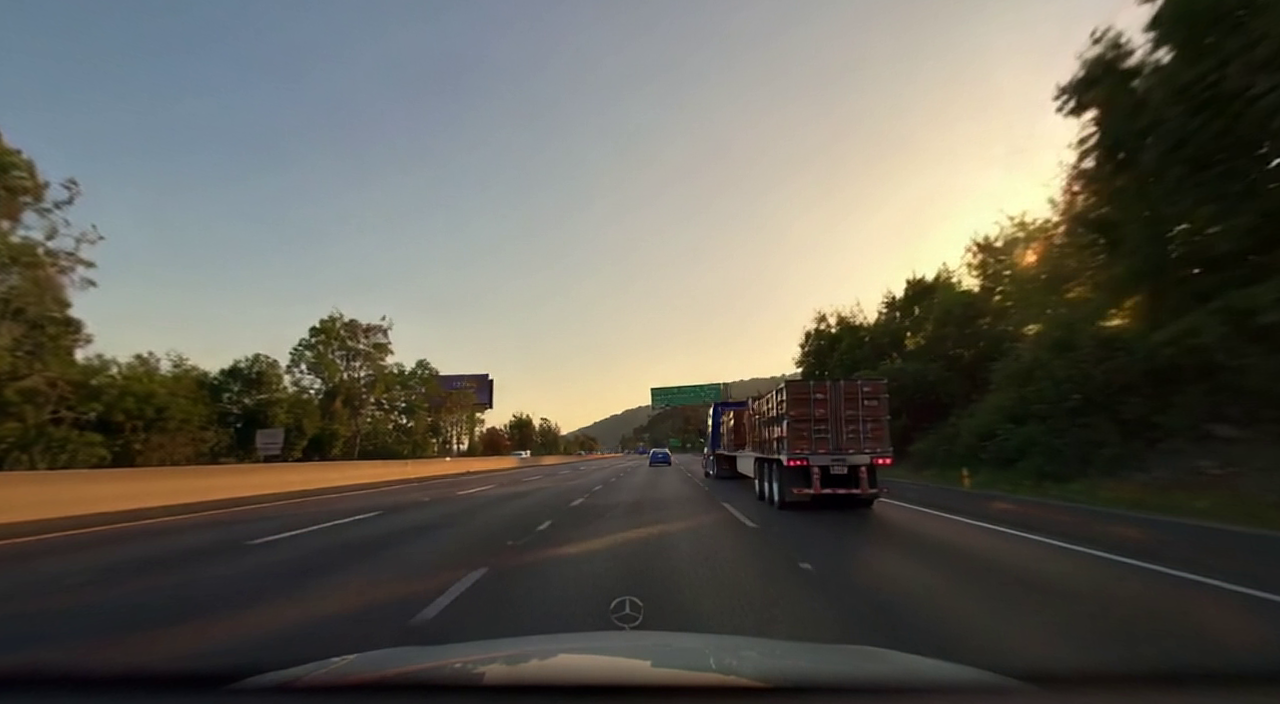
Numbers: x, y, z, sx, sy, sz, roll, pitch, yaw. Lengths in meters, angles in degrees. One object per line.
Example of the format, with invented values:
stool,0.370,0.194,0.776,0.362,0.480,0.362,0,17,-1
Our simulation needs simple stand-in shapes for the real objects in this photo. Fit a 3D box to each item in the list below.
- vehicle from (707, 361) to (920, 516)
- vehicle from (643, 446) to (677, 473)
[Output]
vehicle,4.539,3.141,22.335,2.917,3.179,18.723,0,-8,2
vehicle,1.217,6.635,39.235,2.042,1.528,4.300,0,-8,1
